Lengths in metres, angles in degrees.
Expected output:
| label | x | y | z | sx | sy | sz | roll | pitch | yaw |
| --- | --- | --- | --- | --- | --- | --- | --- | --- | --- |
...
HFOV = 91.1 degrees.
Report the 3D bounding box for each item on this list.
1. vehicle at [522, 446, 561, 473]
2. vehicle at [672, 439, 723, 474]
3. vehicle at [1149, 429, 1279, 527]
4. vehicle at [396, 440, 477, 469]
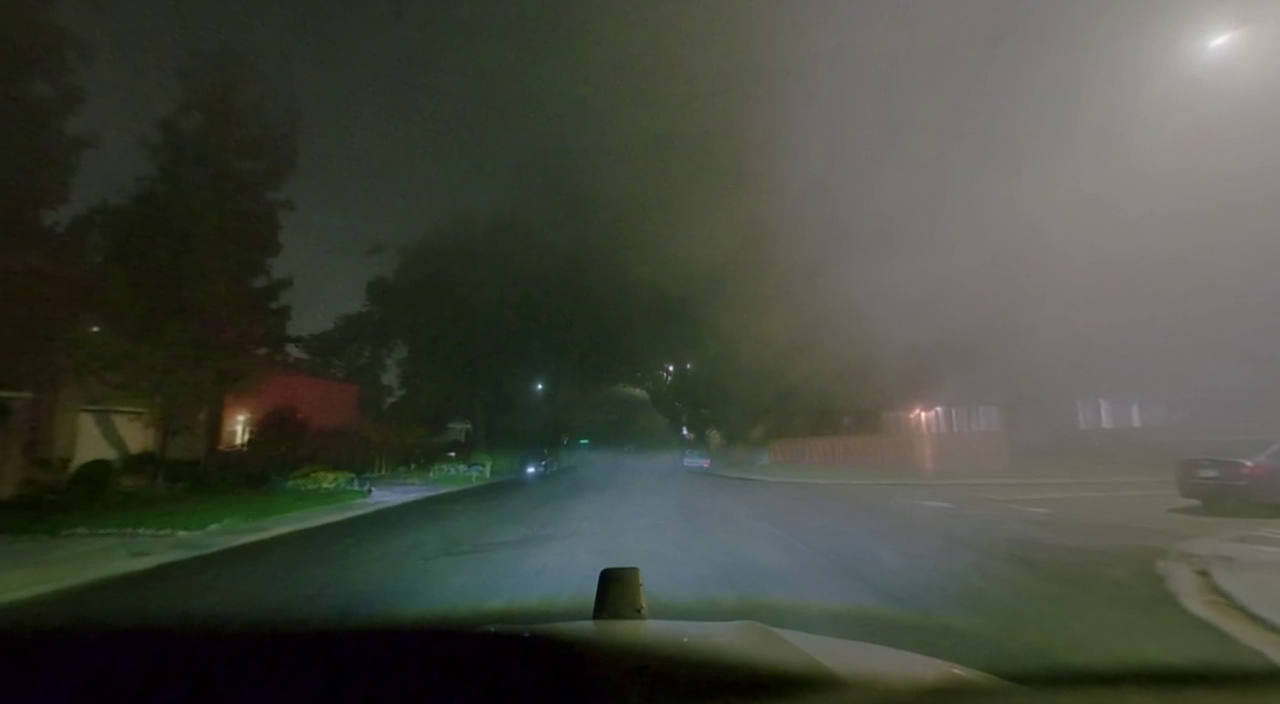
| label | x | y | z | sx | sy | sz | roll | pitch | yaw |
| --- | --- | --- | --- | --- | --- | --- | --- | --- | --- |
| vehicle | -6.054 | 6.686 | 39.157 | 1.947 | 1.557 | 3.900 | 0 | -9 | -2 |
| vehicle | 3.098 | 5.727 | 34.704 | 2.140 | 1.749 | 4.369 | 0 | -9 | -3 |
| vehicle | 12.547 | 2.196 | 11.632 | 4.708 | 1.527 | 2.113 | -1 | -8 | -10 |
| vehicle | -13.884 | 7.012 | 43.126 | 5.019 | 1.867 | 2.006 | 1 | -9 | -8 |
